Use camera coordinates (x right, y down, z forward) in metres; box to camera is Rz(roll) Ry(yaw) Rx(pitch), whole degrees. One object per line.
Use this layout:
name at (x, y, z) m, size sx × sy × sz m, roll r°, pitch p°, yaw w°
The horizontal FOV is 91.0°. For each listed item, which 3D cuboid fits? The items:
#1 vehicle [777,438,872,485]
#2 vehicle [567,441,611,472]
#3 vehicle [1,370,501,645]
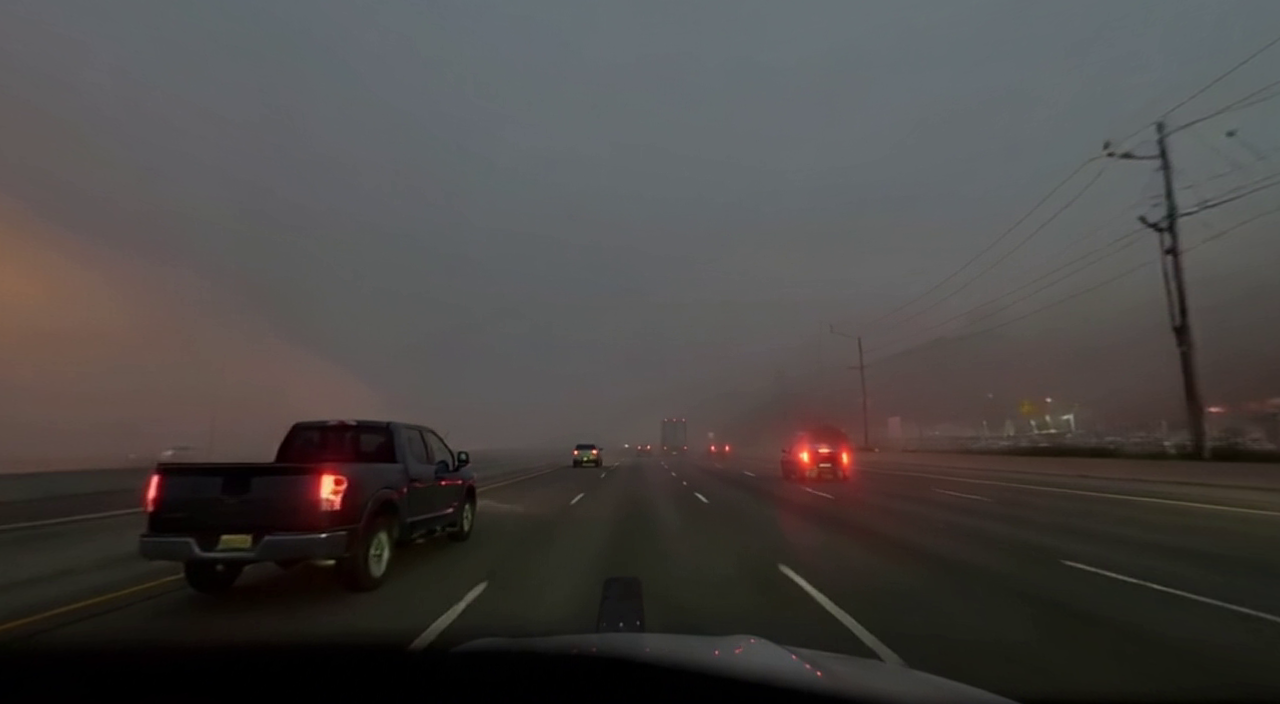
vehicle at (6.407, 3.846, 22.428) m, size 1.980 × 1.501 × 4.433 m, roll 0°, pitch -9°, yaw -1°
vehicle at (-2.652, 5.497, 33.420) m, size 1.929 × 1.521 × 4.097 m, roll 0°, pitch -9°, yaw 1°
vehicle at (-3.080, 1.357, 6.513) m, size 2.130 × 1.799 × 4.583 m, roll 0°, pitch -9°, yaw 1°
